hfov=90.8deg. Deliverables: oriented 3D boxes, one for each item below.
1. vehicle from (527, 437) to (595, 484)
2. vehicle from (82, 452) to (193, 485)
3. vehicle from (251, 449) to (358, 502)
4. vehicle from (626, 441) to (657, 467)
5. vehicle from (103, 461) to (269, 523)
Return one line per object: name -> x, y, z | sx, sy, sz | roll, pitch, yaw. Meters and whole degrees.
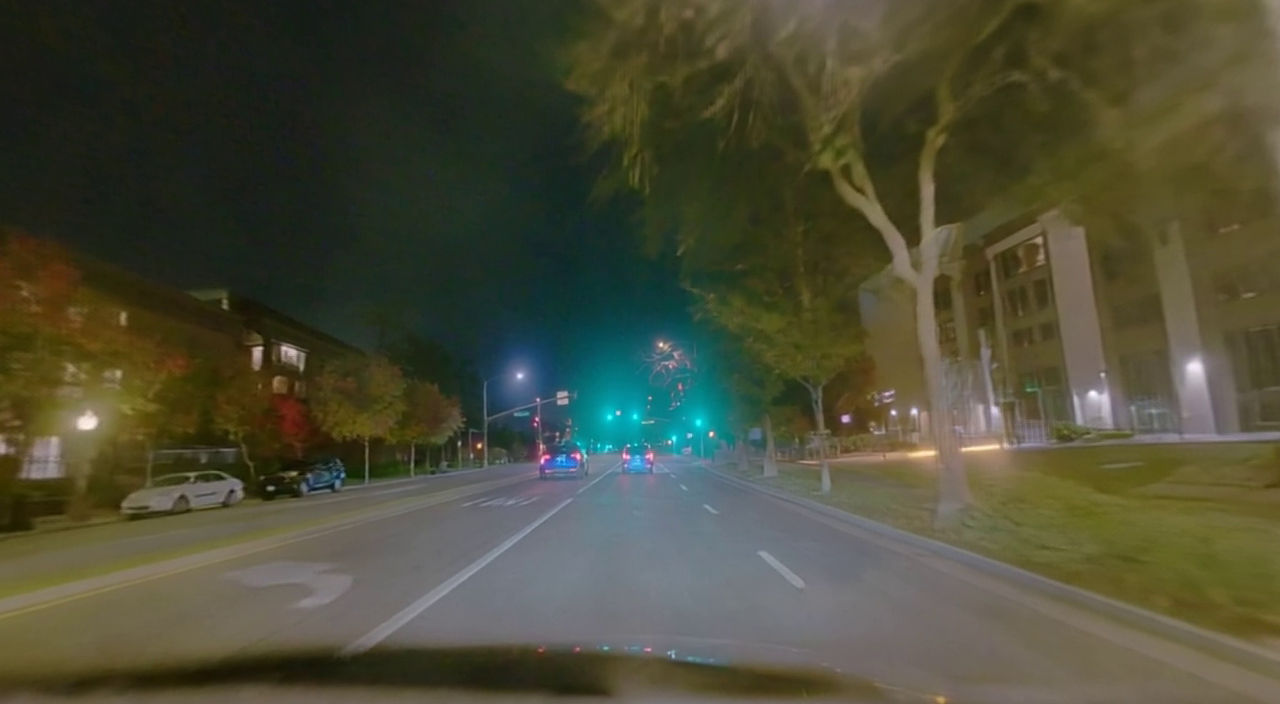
vehicle -> -3.133, 4.404, 25.937 | 2.097, 1.755, 4.336 | 0, -8, 2
vehicle -> -27.854, 6.465, 35.168 | 4.252, 1.708, 2.225 | 0, -8, 1
vehicle -> -14.097, 5.153, 26.910 | 1.996, 1.886, 4.692 | -3, -8, 0
vehicle -> 0.052, 7.187, 44.847 | 2.088, 1.735, 4.801 | 0, -8, -1
vehicle -> -14.278, 4.390, 20.306 | 1.880, 1.476, 4.715 | -4, -8, 0
